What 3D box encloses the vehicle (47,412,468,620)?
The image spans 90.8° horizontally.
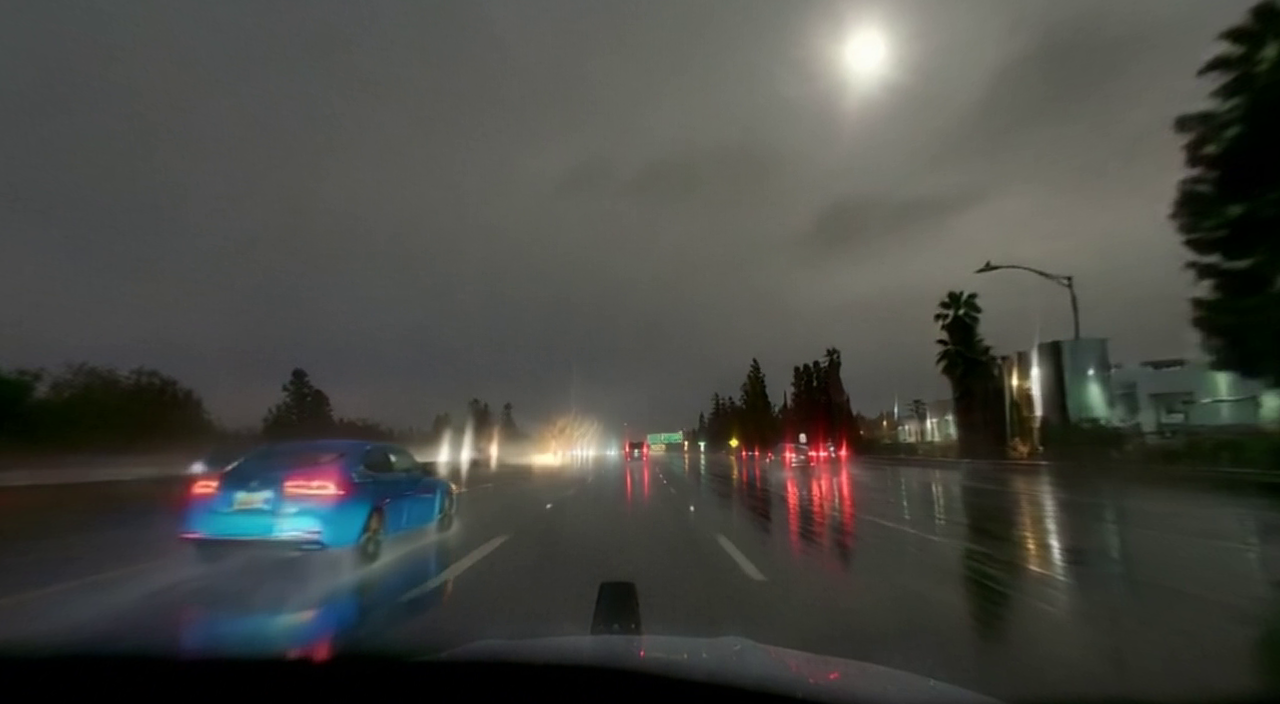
[{"bbox_3d":[-3.647,1.640,7.356,1.996,1.617,4.637,0,-9,0],"label":"vehicle"}]
